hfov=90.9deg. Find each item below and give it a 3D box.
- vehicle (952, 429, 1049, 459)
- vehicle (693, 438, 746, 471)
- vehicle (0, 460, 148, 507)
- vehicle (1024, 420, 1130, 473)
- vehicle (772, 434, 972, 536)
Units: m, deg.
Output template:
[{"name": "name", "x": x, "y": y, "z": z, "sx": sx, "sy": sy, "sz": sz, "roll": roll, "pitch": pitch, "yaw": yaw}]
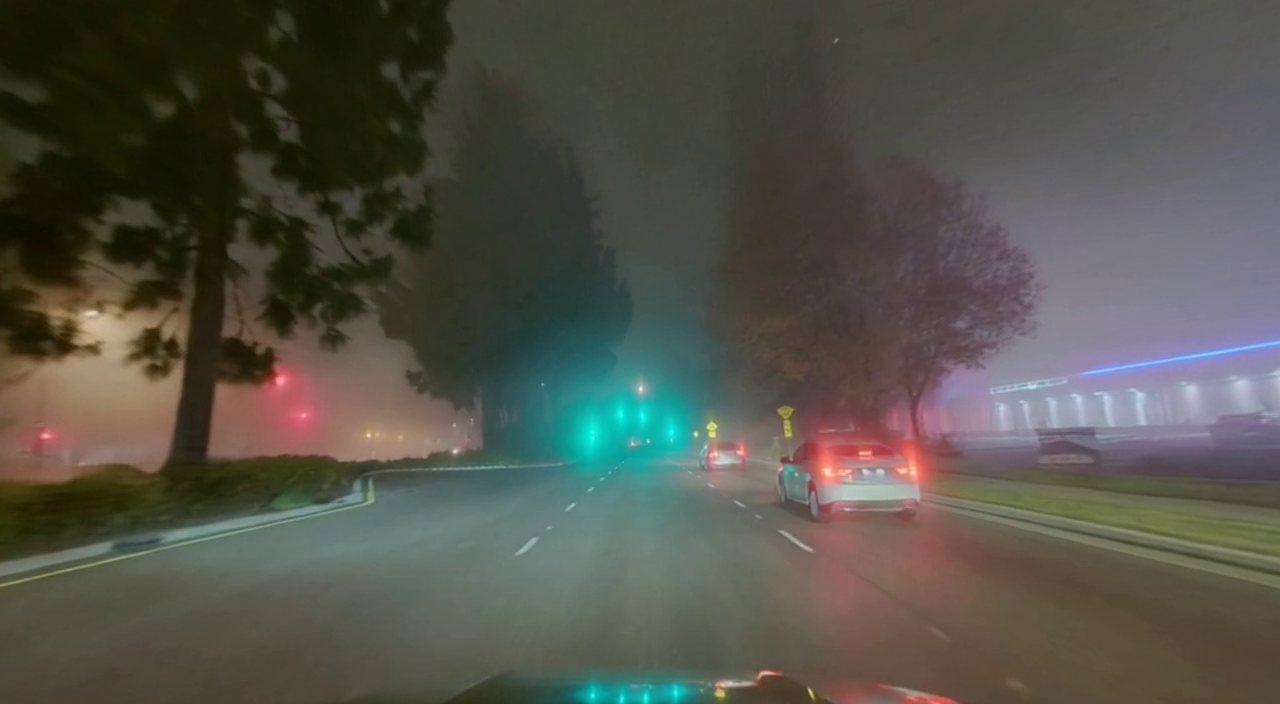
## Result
[{"name": "vehicle", "x": 24.751, "y": 6.319, "z": 43.425, "sx": 5.353, "sy": 1.740, "sz": 1.868, "roll": -4, "pitch": -7, "yaw": 3}, {"name": "vehicle", "x": 3.851, "y": 5.071, "z": 31.397, "sx": 1.939, "sy": 1.474, "sz": 4.716, "roll": 0, "pitch": -8, "yaw": -1}, {"name": "vehicle", "x": -21.641, "y": 4.985, "z": 24.353, "sx": 1.832, "sy": 1.496, "sz": 4.458, "roll": 0, "pitch": -8, "yaw": -3}, {"name": "vehicle", "x": 14.989, "y": 3.215, "z": 21.520, "sx": 2.165, "sy": 1.591, "sz": 4.471, "roll": -8, "pitch": -12, "yaw": 43}, {"name": "vehicle", "x": 3.799, "y": 2.233, "z": 11.267, "sx": 1.872, "sy": 1.431, "sz": 4.270, "roll": 0, "pitch": -8, "yaw": -1}]
